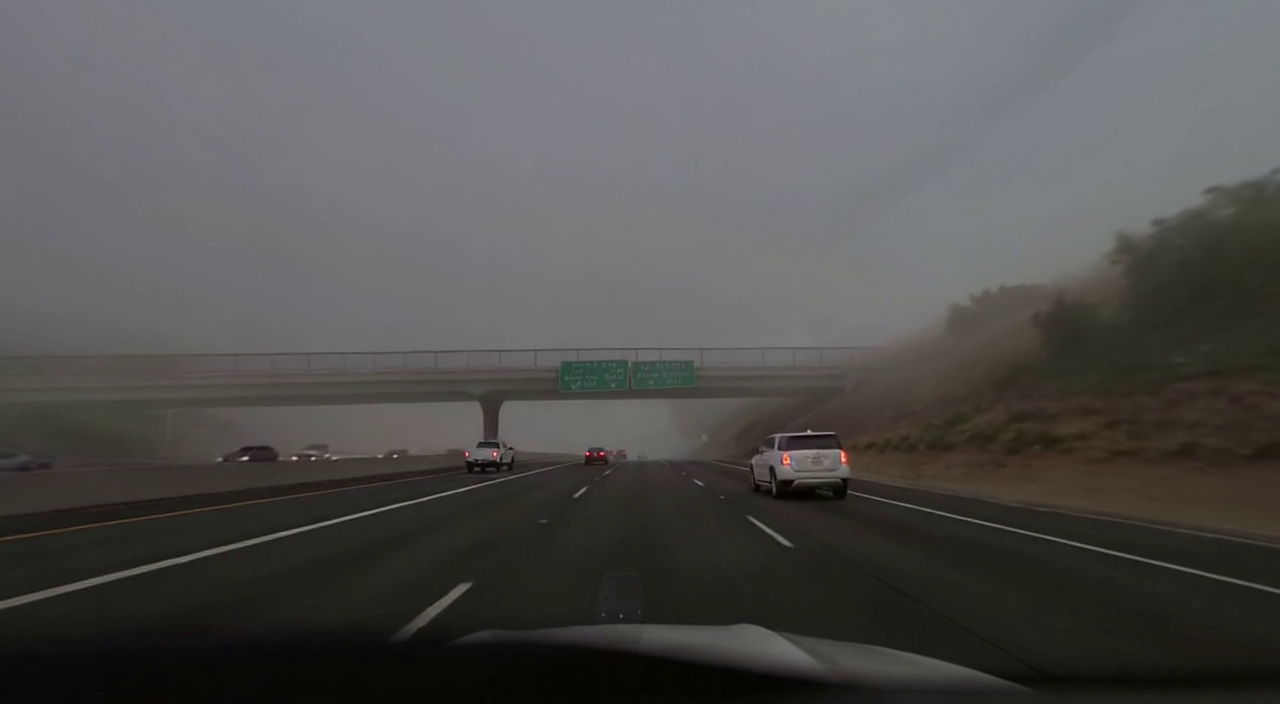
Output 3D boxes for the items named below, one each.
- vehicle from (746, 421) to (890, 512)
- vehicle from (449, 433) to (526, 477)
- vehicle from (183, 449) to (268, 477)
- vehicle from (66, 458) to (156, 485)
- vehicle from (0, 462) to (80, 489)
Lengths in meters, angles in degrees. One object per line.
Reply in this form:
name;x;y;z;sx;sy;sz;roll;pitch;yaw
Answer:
vehicle;3.803;2.540;14.343;1.990;1.735;4.276;0;-9;0
vehicle;-7.503;5.147;31.669;2.341;1.959;5.684;0;-9;1
vehicle;-25.616;6.855;39.127;2.032;1.626;4.675;0;-9;1
vehicle;-32.926;7.436;39.406;1.812;1.502;4.574;0;-9;-3
vehicle;-38.972;7.876;40.398;1.853;1.510;4.769;0;-9;-3
